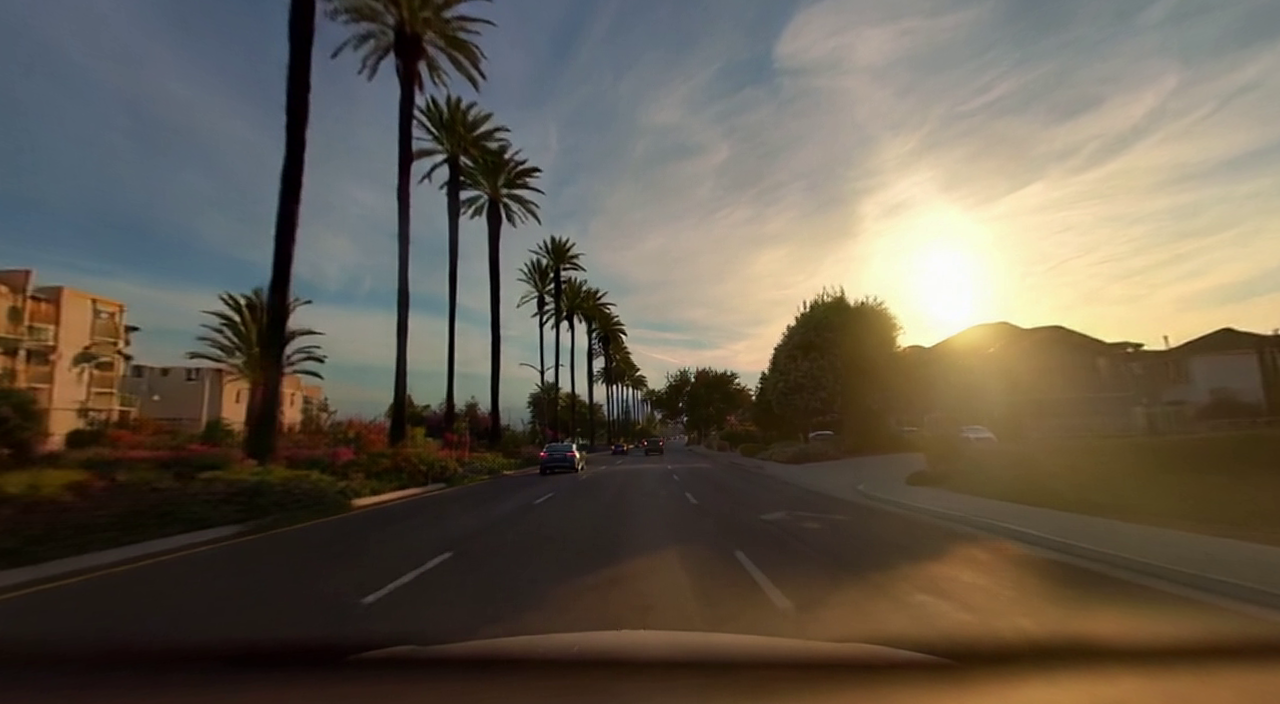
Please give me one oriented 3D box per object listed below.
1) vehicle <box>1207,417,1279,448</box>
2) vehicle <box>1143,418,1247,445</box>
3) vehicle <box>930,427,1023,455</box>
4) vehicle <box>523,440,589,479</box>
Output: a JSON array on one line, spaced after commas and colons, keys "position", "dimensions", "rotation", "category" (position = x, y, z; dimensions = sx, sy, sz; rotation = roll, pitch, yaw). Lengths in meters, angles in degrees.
[{"position": [31.805, 4.065, 31.496], "dimensions": [4.570, 1.521, 1.887], "rotation": [-1, -9, 9], "category": "vehicle"}, {"position": [32.828, 4.723, 37.232], "dimensions": [4.151, 1.525, 1.875], "rotation": [-1, -9, 6], "category": "vehicle"}, {"position": [19.914, 5.302, 37.274], "dimensions": [4.364, 1.609, 1.917], "rotation": [-1, -9, 7], "category": "vehicle"}, {"position": [-3.417, 4.501, 26.513], "dimensions": [2.036, 1.478, 4.508], "rotation": [0, -9, 2], "category": "vehicle"}]
